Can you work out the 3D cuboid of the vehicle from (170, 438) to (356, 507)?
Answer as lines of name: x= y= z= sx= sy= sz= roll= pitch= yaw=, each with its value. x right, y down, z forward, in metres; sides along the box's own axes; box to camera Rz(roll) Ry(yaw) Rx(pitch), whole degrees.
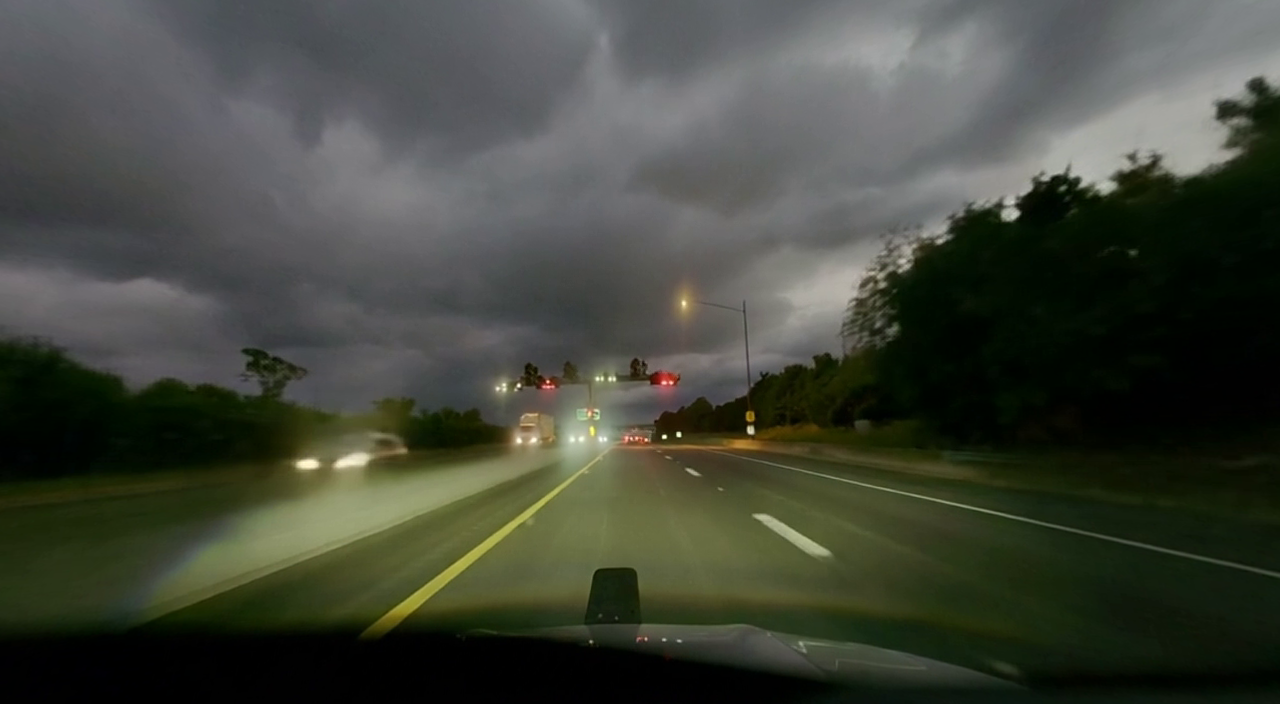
vehicle: x=-9.164 y=2.920 z=15.899 sx=1.979 sy=1.456 sz=4.550 roll=0 pitch=-8 yaw=-2
